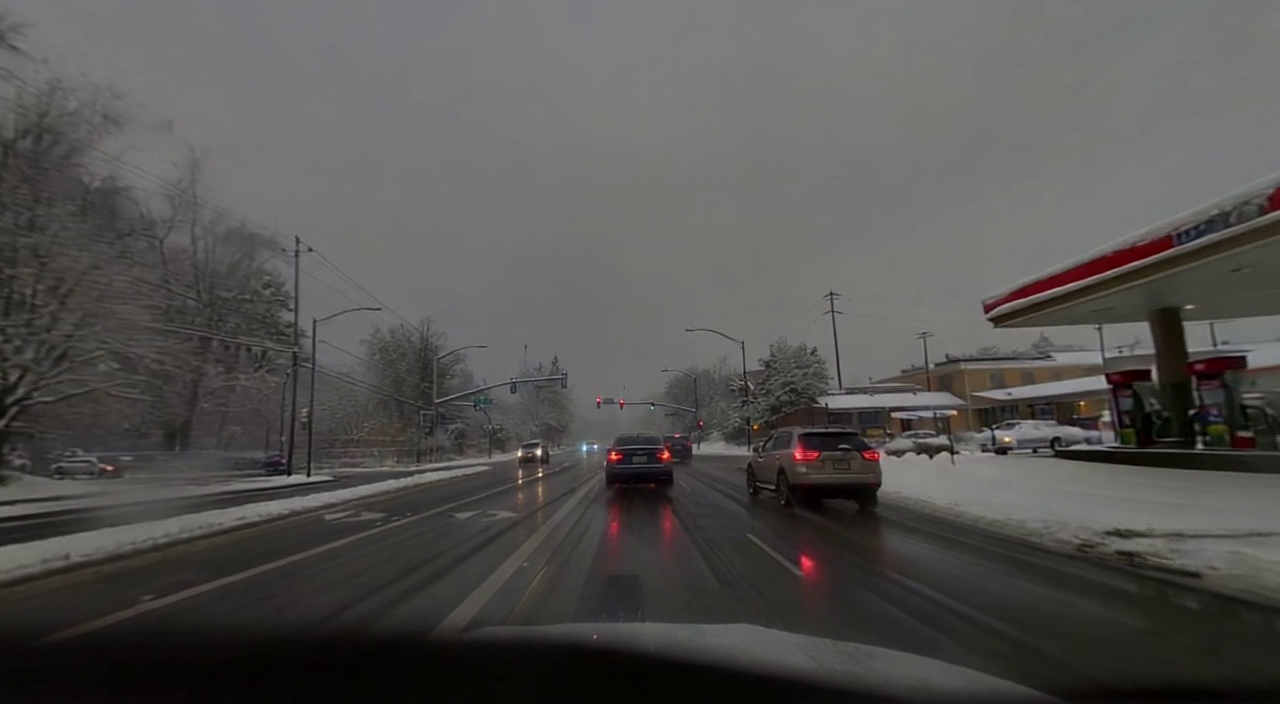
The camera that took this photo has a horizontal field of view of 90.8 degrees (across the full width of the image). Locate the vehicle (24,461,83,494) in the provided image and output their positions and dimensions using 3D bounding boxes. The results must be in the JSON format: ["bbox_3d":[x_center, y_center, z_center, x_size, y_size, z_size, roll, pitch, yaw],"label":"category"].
[{"bbox_3d":[-30.599,6.519,33.081,1.948,1.452,4.370,7,-11,-39],"label":"vehicle"}]

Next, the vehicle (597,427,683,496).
[{"bbox_3d":[-0.084,3.046,17.916,2.164,1.718,3.881,0,-8,-2],"label":"vehicle"}]

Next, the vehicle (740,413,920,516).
[{"bbox_3d":[3.775,2.359,13.759,2.116,1.791,5.006,0,-8,-3],"label":"vehicle"}]

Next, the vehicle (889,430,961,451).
[{"bbox_3d":[22.068,6.889,49.034,4.691,1.607,1.905,0,-8,-3],"label":"vehicle"}]

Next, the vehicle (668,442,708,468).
[{"bbox_3d":[2.545,5.555,34.205,1.822,1.331,3.583,0,-8,-1],"label":"vehicle"}]

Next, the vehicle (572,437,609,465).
[{"bbox_3d":[-3.209,6.529,41.944,2.155,1.745,4.248,0,-8,0],"label":"vehicle"}]

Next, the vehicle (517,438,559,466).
[{"bbox_3d":[-6.610,6.495,41.322,1.994,1.695,4.471,0,-8,0],"label":"vehicle"}]
